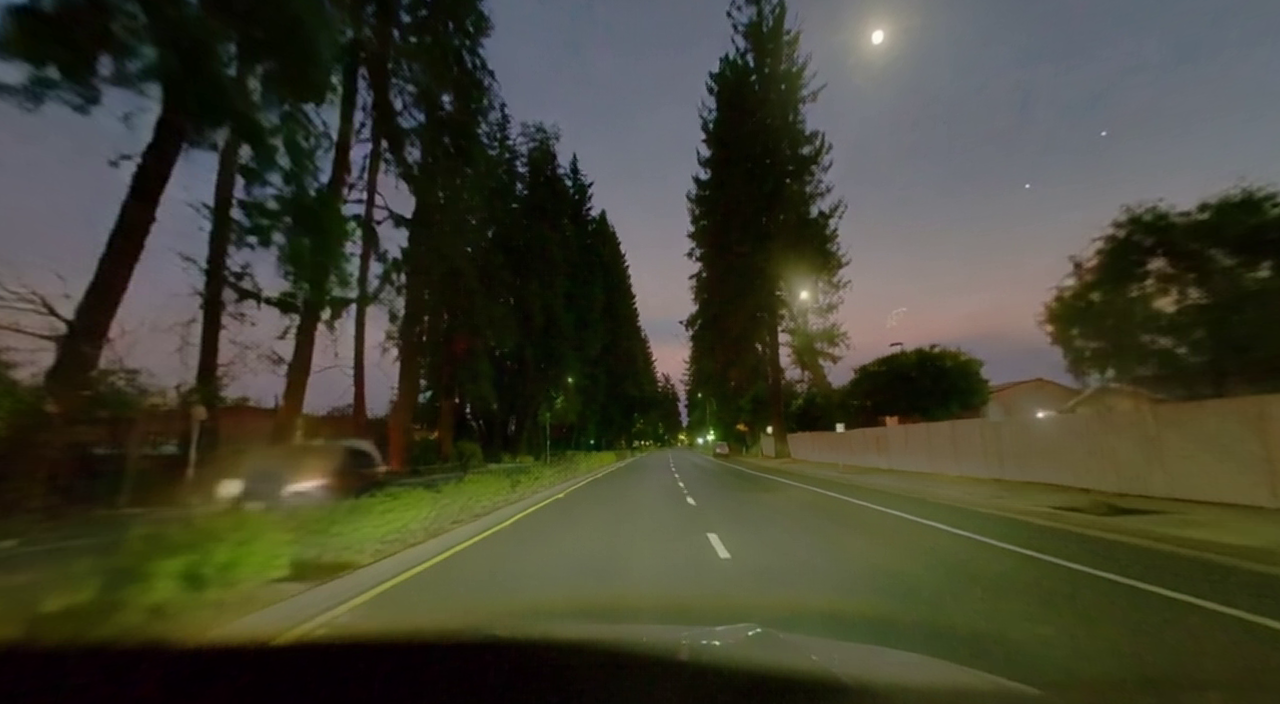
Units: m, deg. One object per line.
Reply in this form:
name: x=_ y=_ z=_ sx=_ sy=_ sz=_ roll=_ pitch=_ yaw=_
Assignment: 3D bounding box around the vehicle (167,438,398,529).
vehicle: x=-7.228 y=2.668 z=13.504 sx=2.000 sy=1.570 sz=4.808 roll=-1 pitch=-8 yaw=2
